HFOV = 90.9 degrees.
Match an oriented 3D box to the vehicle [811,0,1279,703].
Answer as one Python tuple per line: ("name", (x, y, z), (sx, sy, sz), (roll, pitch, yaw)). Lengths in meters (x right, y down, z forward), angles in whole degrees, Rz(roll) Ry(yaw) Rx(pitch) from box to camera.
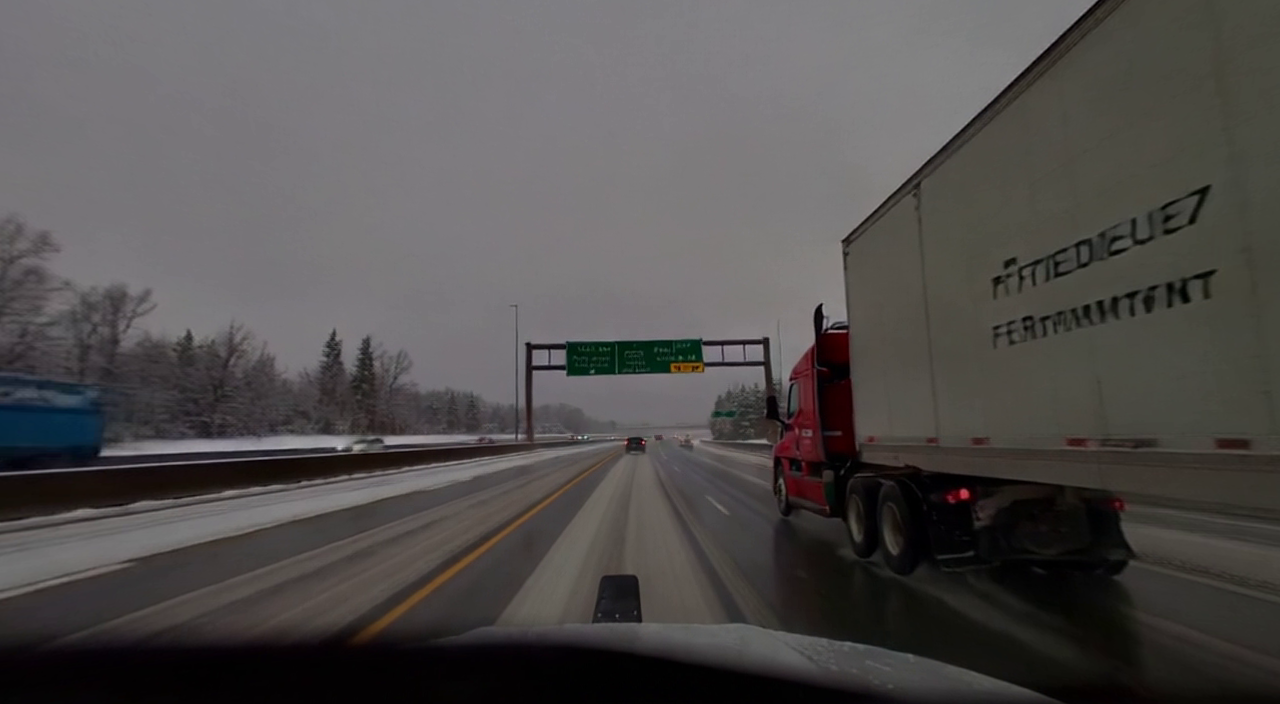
("vehicle", (3.760, -0.640, 0.345), (2.976, 4.077, 14.571), (0, -8, -1))

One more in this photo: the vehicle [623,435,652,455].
("vehicle", (-0.178, 7.214, 48.874), (2.140, 1.475, 3.969), (0, -8, 0))

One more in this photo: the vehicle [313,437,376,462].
("vehicle", (-18.656, 6.149, 40.013), (1.885, 1.505, 4.271), (0, -8, 1))
